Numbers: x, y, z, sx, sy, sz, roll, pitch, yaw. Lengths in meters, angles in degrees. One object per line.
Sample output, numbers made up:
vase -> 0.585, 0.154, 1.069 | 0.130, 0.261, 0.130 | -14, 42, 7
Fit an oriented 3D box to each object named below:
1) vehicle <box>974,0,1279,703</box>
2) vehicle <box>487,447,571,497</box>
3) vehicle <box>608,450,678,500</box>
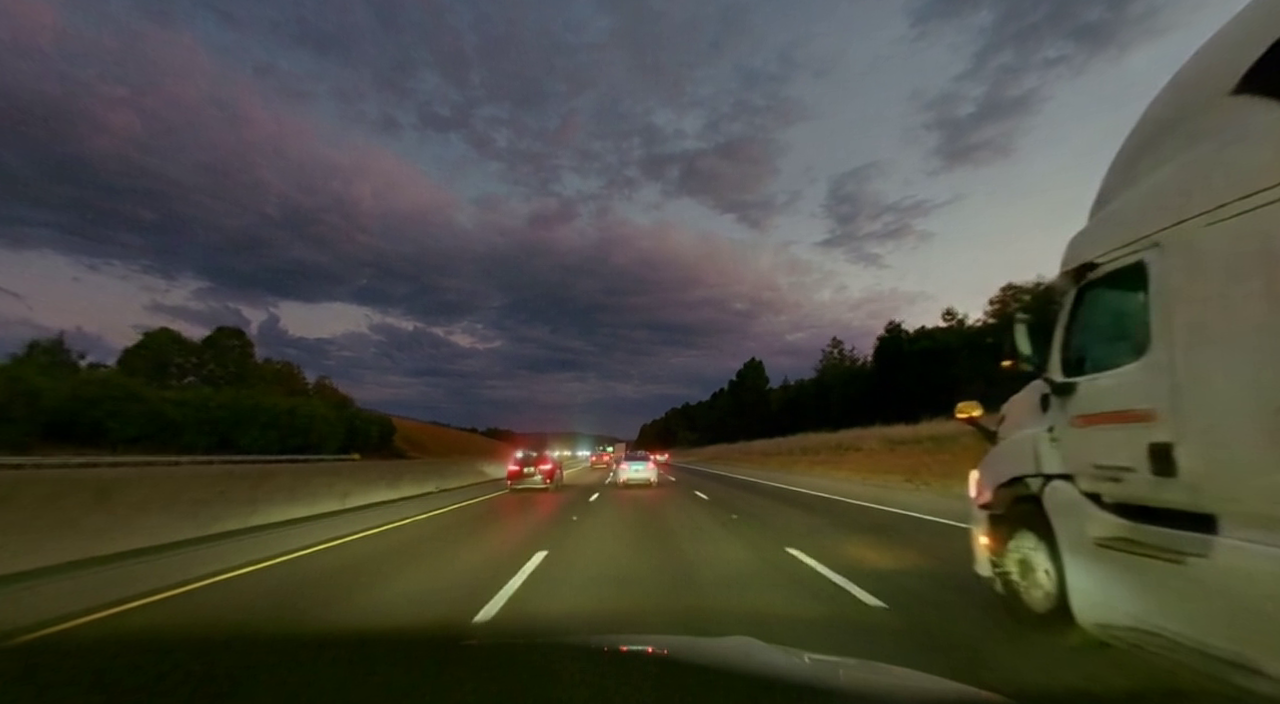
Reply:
vehicle -> 4.305, -0.275, 1.718 | 3.017, 3.953, 6.582 | 0, -9, 0
vehicle -> -3.790, 4.172, 22.336 | 2.153, 1.581, 4.375 | 0, -9, 0
vehicle -> 0.072, 3.880, 20.297 | 2.023, 1.400, 4.028 | 0, -9, 0
